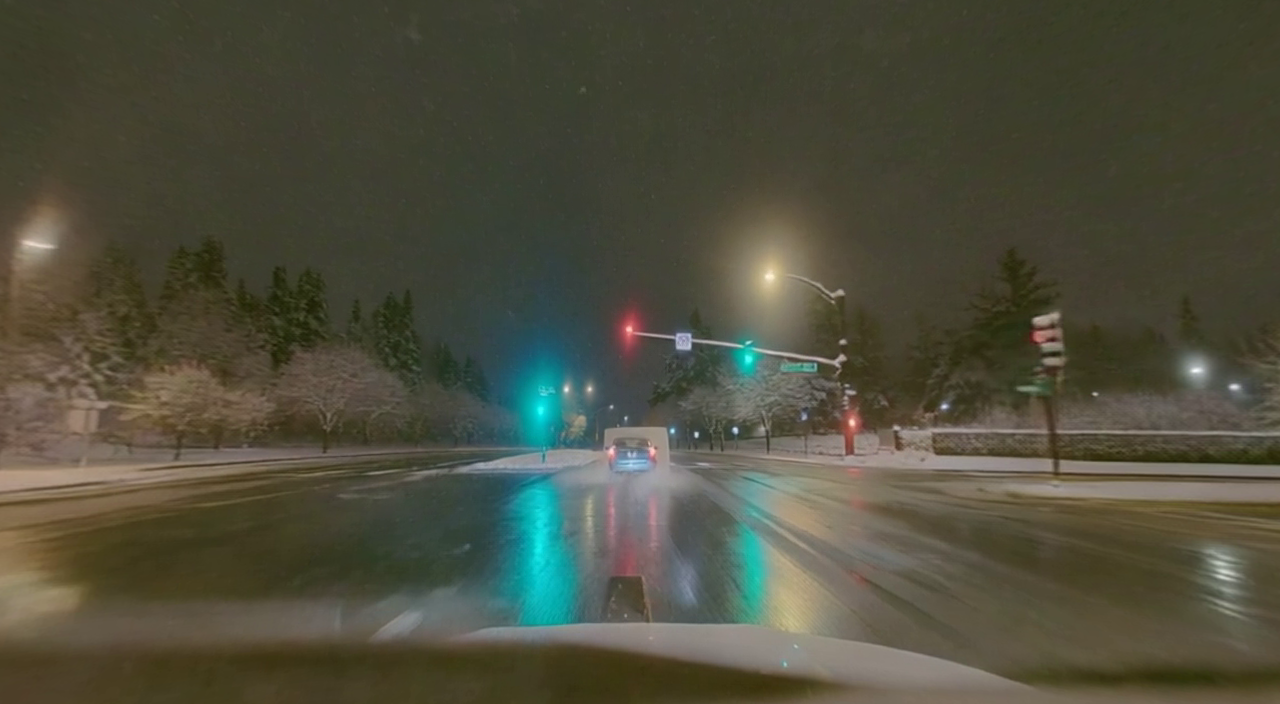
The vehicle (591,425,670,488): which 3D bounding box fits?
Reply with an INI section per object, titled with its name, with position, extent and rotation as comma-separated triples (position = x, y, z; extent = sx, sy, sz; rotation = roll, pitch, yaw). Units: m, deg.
[vehicle]
position = -0.268, 3.211, 19.632
extent = 2.192, 1.734, 4.176
rotation = 0, -8, 0
